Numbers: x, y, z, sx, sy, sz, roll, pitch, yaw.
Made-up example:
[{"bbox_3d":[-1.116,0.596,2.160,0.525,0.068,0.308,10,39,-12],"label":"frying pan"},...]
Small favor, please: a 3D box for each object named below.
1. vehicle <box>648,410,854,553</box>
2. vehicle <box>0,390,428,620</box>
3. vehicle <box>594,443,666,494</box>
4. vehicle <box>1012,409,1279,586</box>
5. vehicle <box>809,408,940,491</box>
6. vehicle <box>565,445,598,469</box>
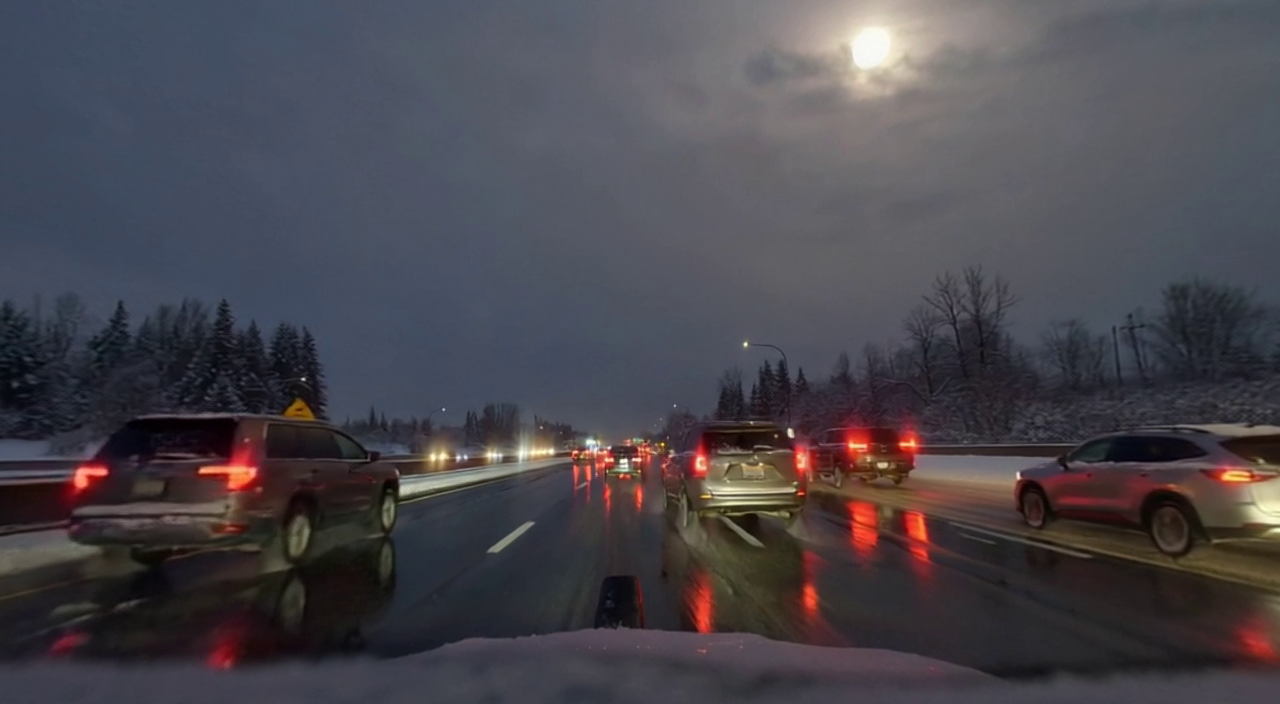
[{"bbox_3d":[1.399,1.909,9.837,2.230,1.740,3.976,1,-9,-4],"label":"vehicle"},{"bbox_3d":[-4.285,1.525,7.217,2.047,1.755,4.638,0,-9,0],"label":"vehicle"},{"bbox_3d":[-0.277,3.834,21.045,2.157,1.495,4.038,0,-9,1],"label":"vehicle"},{"bbox_3d":[6.982,1.655,7.790,1.972,1.647,4.429,0,-9,-1],"label":"vehicle"},{"bbox_3d":[7.840,3.380,21.925,2.390,2.503,5.788,0,-9,1],"label":"vehicle"},{"bbox_3d":[-4.175,7.562,45.390,1.889,1.600,4.043,0,-9,1],"label":"vehicle"}]
